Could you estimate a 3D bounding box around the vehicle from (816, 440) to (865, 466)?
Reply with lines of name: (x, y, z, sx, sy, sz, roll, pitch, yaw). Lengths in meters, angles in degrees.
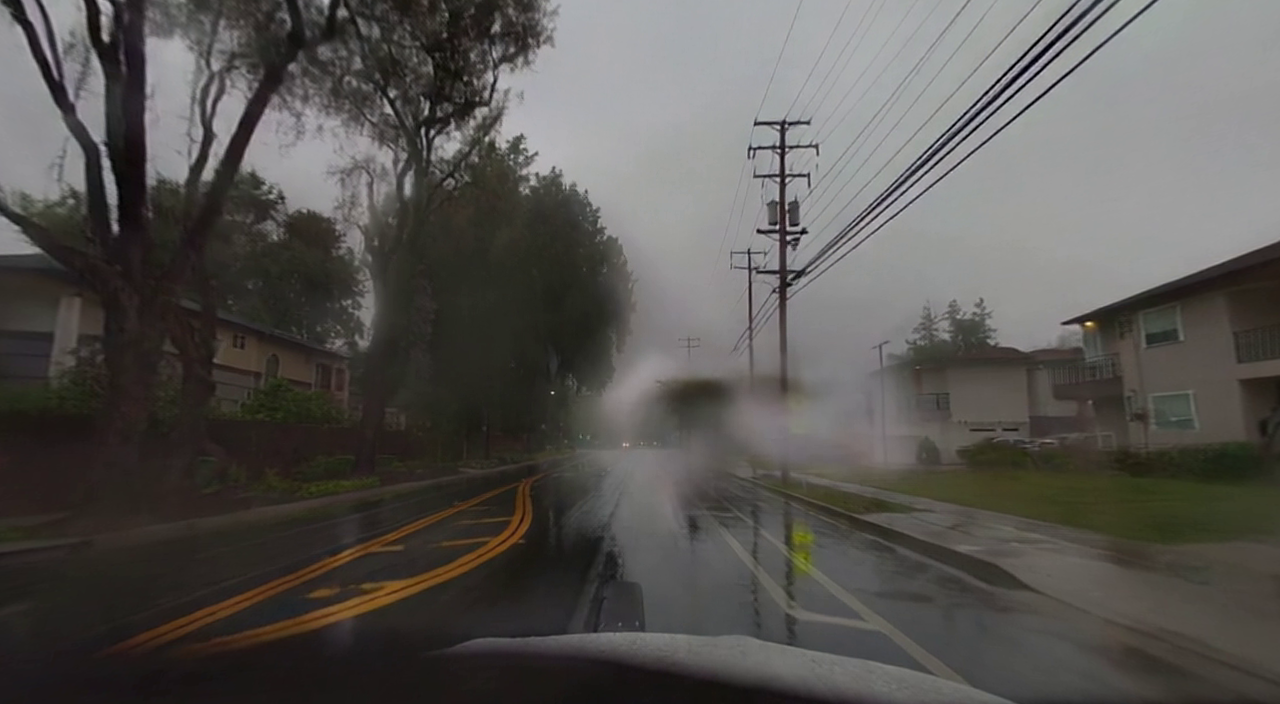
vehicle: (13.541, 6.838, 42.790, 1.935, 1.683, 4.669, 0, -9, 2)

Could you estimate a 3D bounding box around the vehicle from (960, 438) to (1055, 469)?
vehicle: (21.049, 5.790, 36.156, 3.943, 1.664, 2.391, 0, -8, -1)

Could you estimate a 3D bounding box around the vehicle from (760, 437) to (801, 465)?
vehicle: (10.266, 7.273, 46.386, 1.912, 1.953, 4.651, 0, -9, 0)
